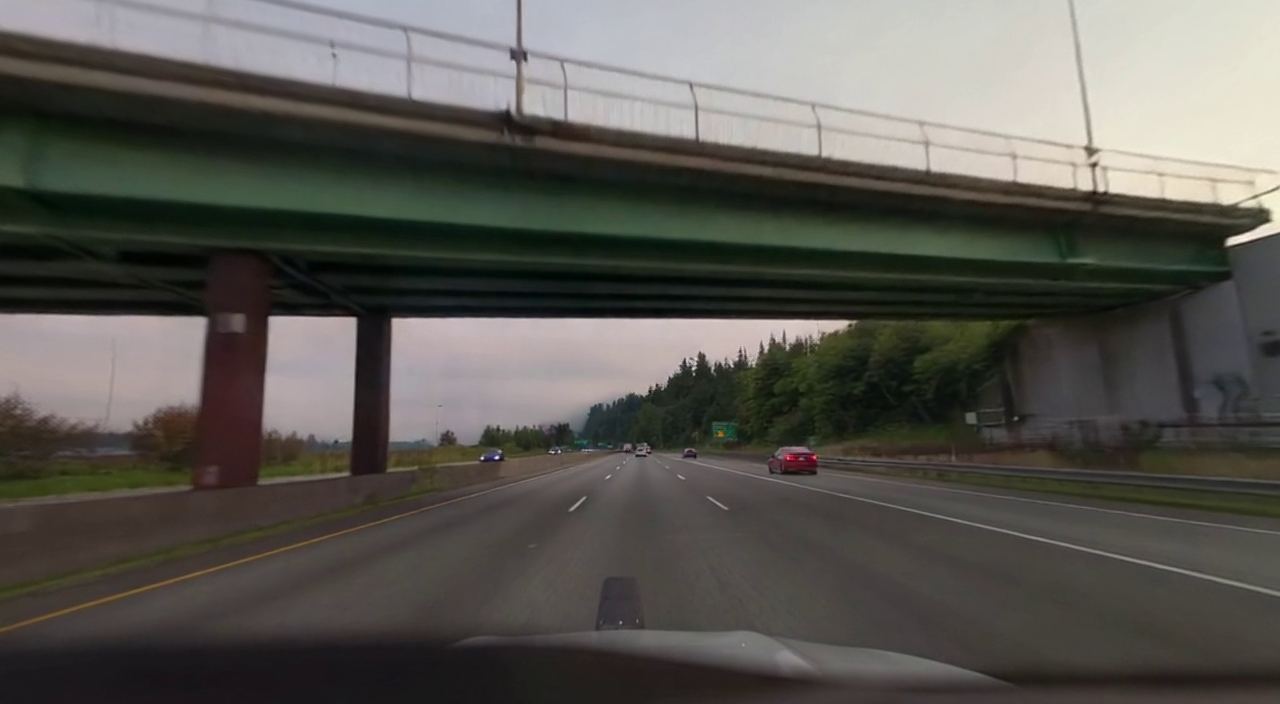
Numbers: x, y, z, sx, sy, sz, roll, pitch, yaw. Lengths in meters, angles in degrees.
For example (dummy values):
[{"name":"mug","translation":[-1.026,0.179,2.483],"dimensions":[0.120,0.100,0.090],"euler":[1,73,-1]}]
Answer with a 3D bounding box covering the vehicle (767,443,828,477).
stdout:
[{"name":"vehicle","translation":[7.654,5.282,31.020],"dimensions":[1.923,1.516,3.815],"euler":[0,-9,-2]}]
